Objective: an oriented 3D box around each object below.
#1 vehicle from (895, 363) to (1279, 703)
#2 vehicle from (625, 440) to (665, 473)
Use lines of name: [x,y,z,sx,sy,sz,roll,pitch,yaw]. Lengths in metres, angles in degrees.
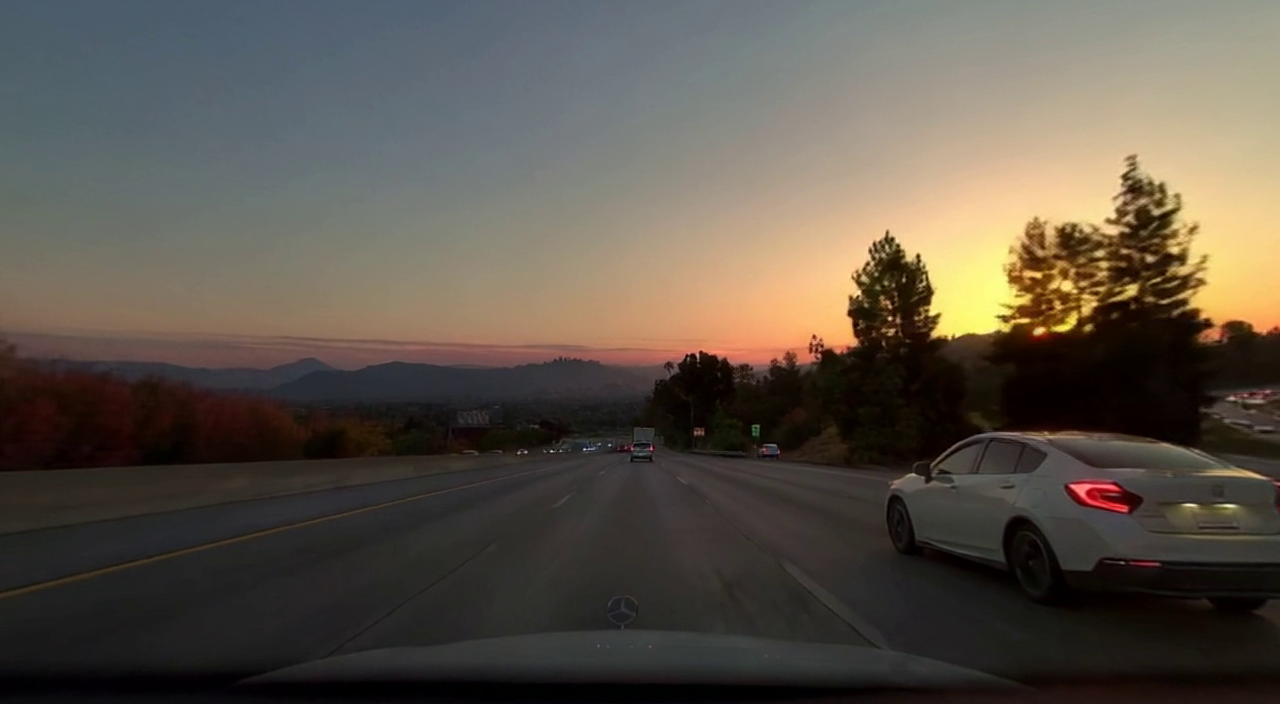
vehicle: [4.024,1.158,4.867,2.008,1.595,5.082,0,-9,1]
vehicle: [0.256,5.682,34.410,2.015,1.639,4.086,0,-9,0]
